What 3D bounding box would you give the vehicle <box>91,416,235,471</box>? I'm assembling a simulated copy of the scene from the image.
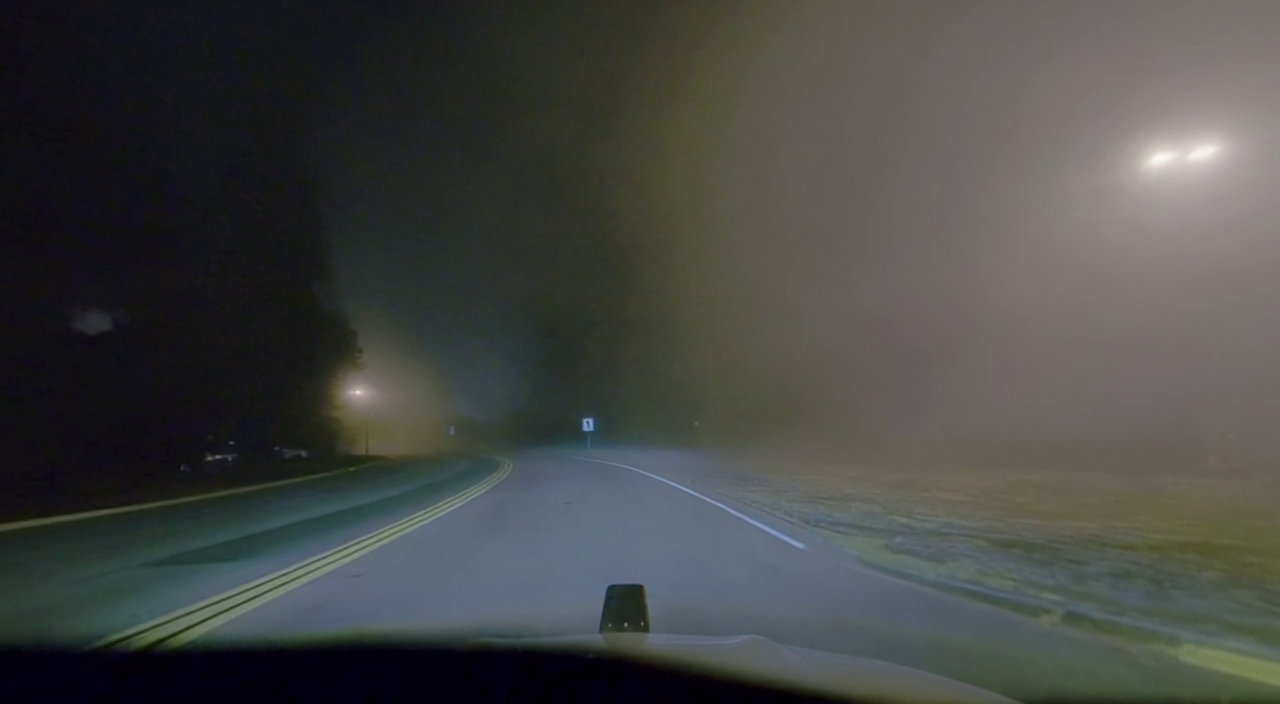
[{"bbox_3d":[-18.708,3.605,24.769,4.699,1.996,2.116,-3,-9,19],"label":"vehicle"}]
